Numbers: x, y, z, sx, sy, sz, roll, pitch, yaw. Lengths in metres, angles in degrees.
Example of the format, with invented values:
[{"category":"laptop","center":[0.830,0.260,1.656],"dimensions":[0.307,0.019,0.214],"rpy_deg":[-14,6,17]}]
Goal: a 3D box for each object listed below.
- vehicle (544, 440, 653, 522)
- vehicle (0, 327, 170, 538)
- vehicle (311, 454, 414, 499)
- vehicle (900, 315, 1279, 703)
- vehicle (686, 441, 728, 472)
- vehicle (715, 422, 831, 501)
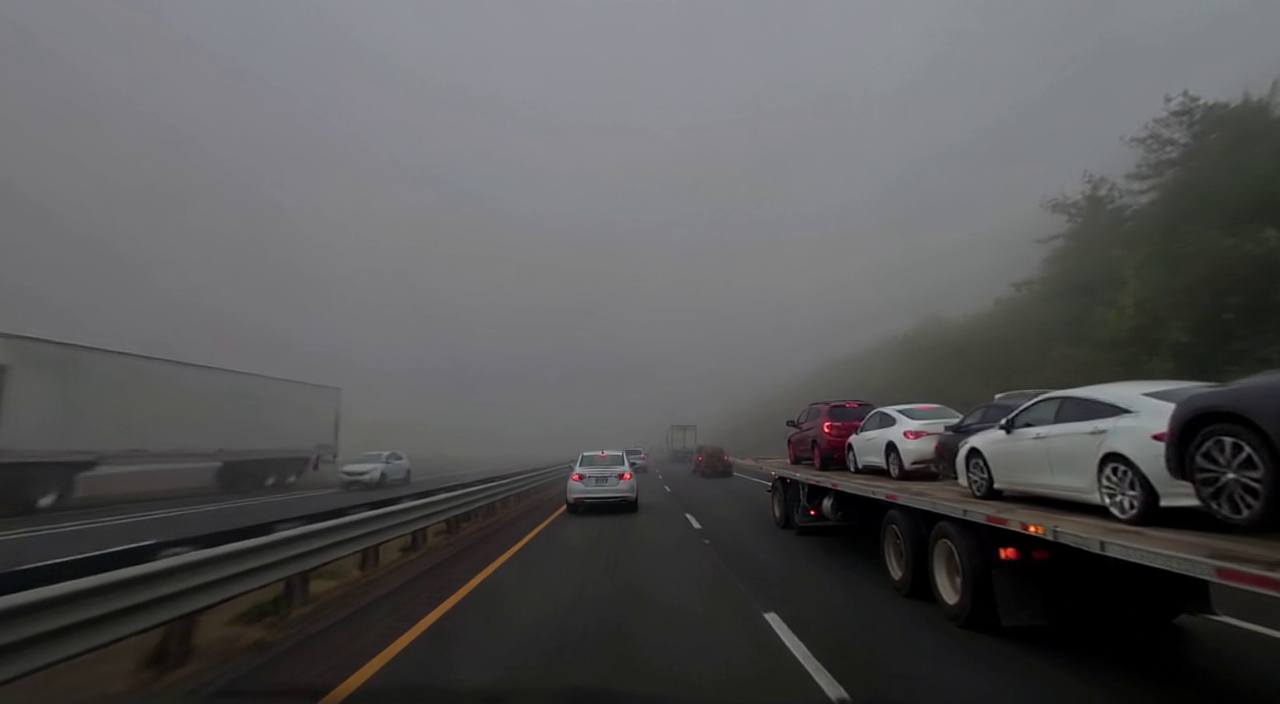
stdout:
[{"category":"vehicle","center":[-0.737,2.659,13.422],"dimensions":[1.991,1.466,3.675],"rpy_deg":[0,-9,0]},{"category":"vehicle","center":[-15.419,1.983,15.185],"dimensions":[3.230,4.500,5.937],"rpy_deg":[0,-9,1]},{"category":"vehicle","center":[-11.017,4.944,25.394],"dimensions":[2.221,1.639,4.105],"rpy_deg":[0,-9,0]},{"category":"vehicle","center":[3.466,0.951,3.691],"dimensions":[1.959,1.783,4.407],"rpy_deg":[0,-9,0]},{"category":"vehicle","center":[3.791,6.040,36.545],"dimensions":[1.938,1.660,4.223],"rpy_deg":[0,-9,0]},{"category":"vehicle","center":[3.487,2.981,17.374],"dimensions":[2.303,1.889,3.920],"rpy_deg":[0,-9,0]}]
